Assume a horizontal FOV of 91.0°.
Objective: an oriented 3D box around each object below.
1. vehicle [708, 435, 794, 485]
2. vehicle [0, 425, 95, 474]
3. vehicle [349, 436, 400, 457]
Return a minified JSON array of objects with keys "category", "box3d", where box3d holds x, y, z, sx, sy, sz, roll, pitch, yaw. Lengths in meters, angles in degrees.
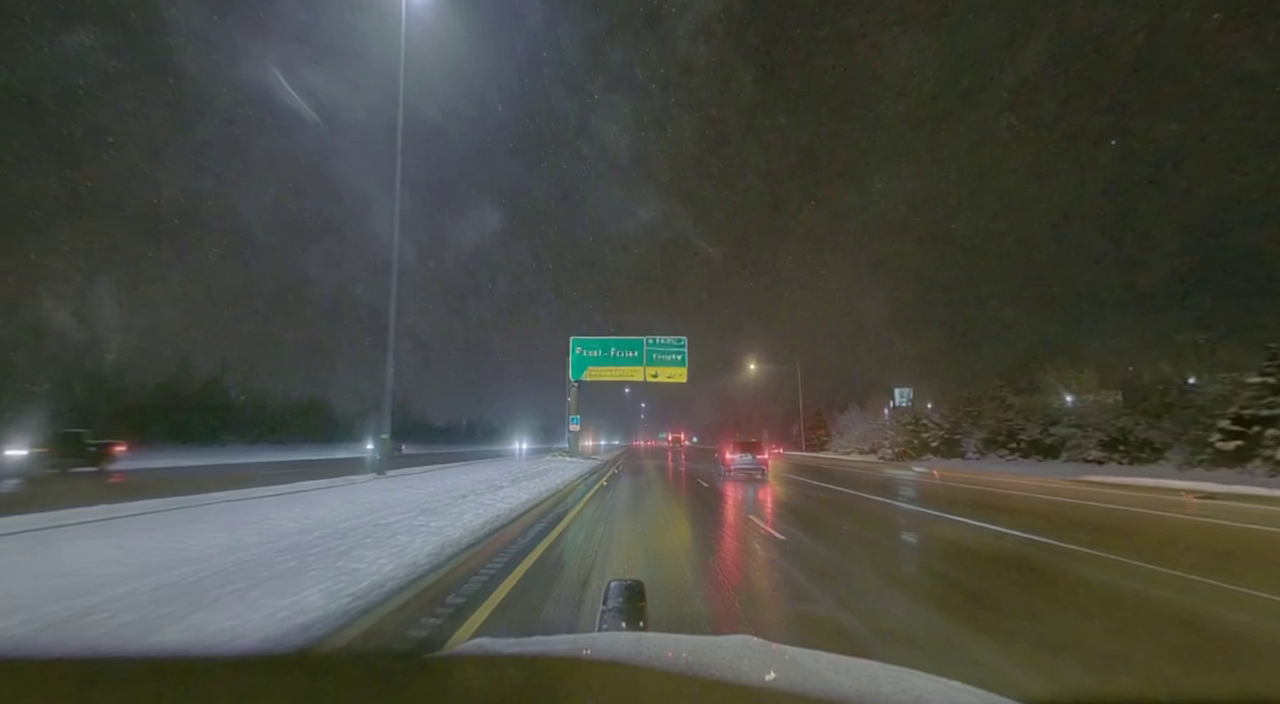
[{"category":"vehicle","box3d":[3.626,3.614,21.446,2.091,1.482,4.522,0,-8,0]},{"category":"vehicle","box3d":[-20.050,3.094,20.086,1.787,1.459,3.907,0,-8,0]},{"category":"vehicle","box3d":[-19.625,7.002,46.746,1.938,1.456,4.255,0,-8,0]}]
